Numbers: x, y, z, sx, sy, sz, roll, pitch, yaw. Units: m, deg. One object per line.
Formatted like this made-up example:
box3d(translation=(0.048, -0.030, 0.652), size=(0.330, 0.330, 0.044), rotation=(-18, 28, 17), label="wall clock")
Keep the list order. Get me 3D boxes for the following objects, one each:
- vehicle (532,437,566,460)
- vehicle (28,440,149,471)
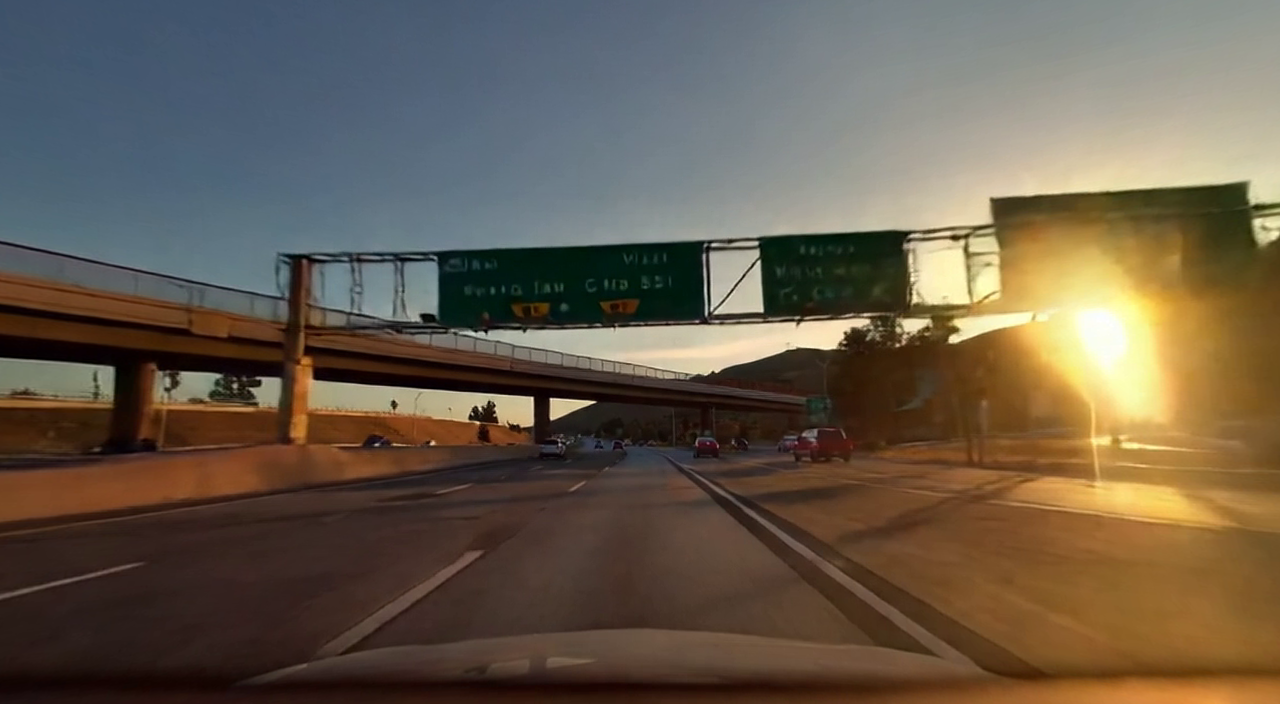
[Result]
box3d(translation=(-6.898, 7.372, 48.023), size=(1.935, 1.633, 3.955), rotation=(0, -8, 1), label="vehicle")
box3d(translation=(-27.678, 5.181, 31.753), size=(2.002, 1.469, 4.721), rotation=(1, -8, -3), label="vehicle")
